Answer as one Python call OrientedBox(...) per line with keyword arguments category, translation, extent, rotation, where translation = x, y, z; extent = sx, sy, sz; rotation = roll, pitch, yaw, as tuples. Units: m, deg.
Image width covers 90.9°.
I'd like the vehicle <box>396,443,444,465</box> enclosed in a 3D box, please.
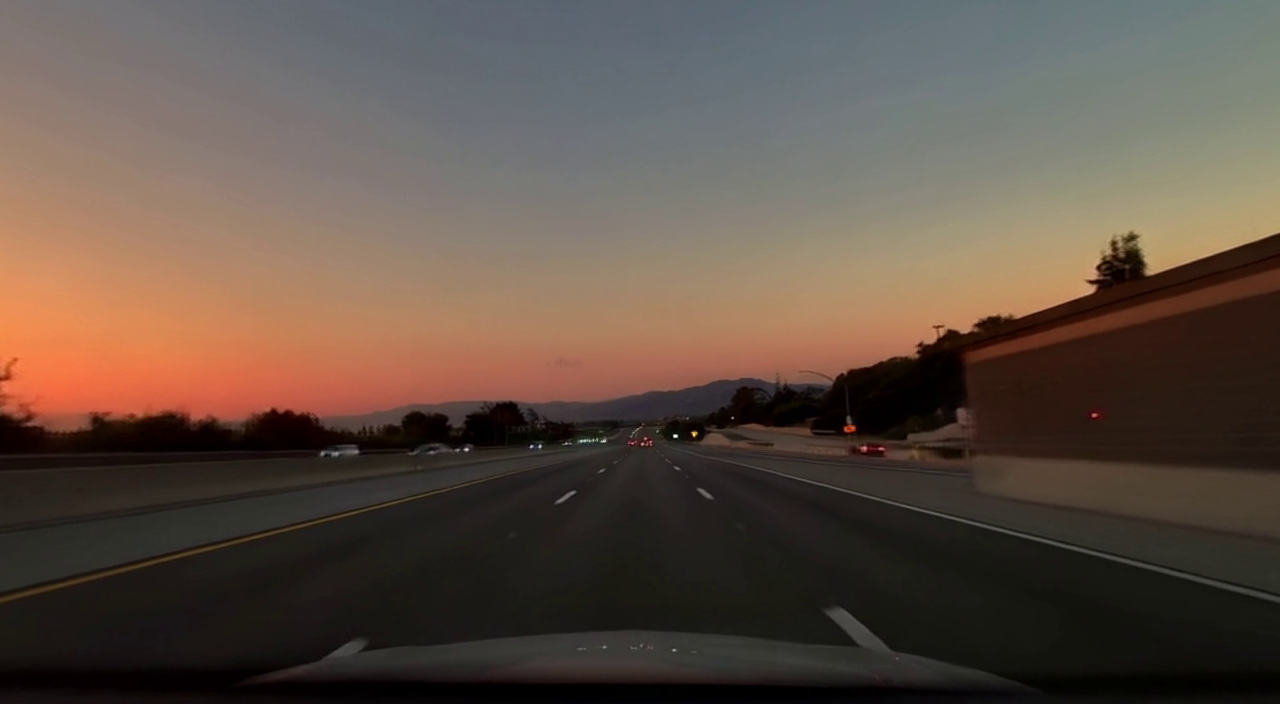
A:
OrientedBox(category="vehicle", translation=(-15.966, 7.400, 45.982), extent=(1.855, 1.473, 4.456), rotation=(0, -8, 1))
